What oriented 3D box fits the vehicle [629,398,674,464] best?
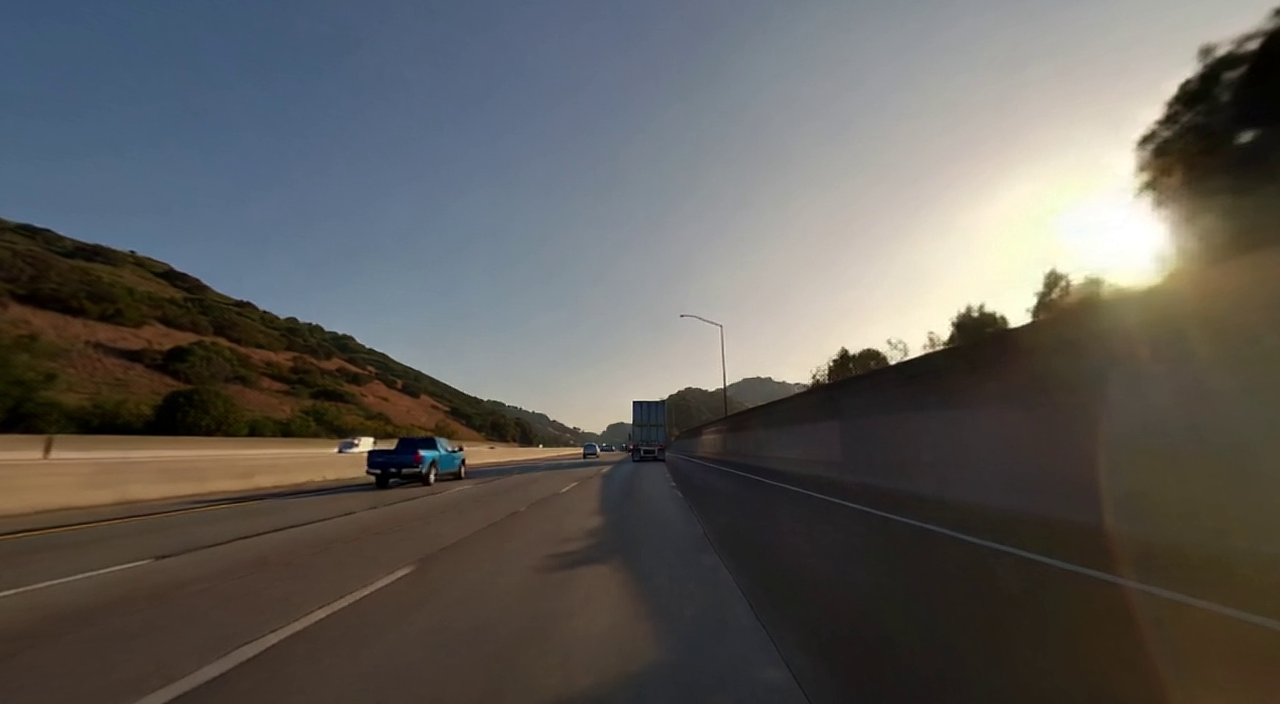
[{"bbox_3d":[0.894,6.213,48.553,2.951,4.229,15.519,0,-8,1],"label":"vehicle"}]

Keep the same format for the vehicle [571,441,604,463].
[{"bbox_3d":[-3.848,7.446,47.159,1.983,1.508,4.060,0,-8,2],"label":"vehicle"}]

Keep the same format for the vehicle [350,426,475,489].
[{"bbox_3d":[-7.427,3.497,21.341,2.113,1.837,5.339,0,-8,2],"label":"vehicle"}]
